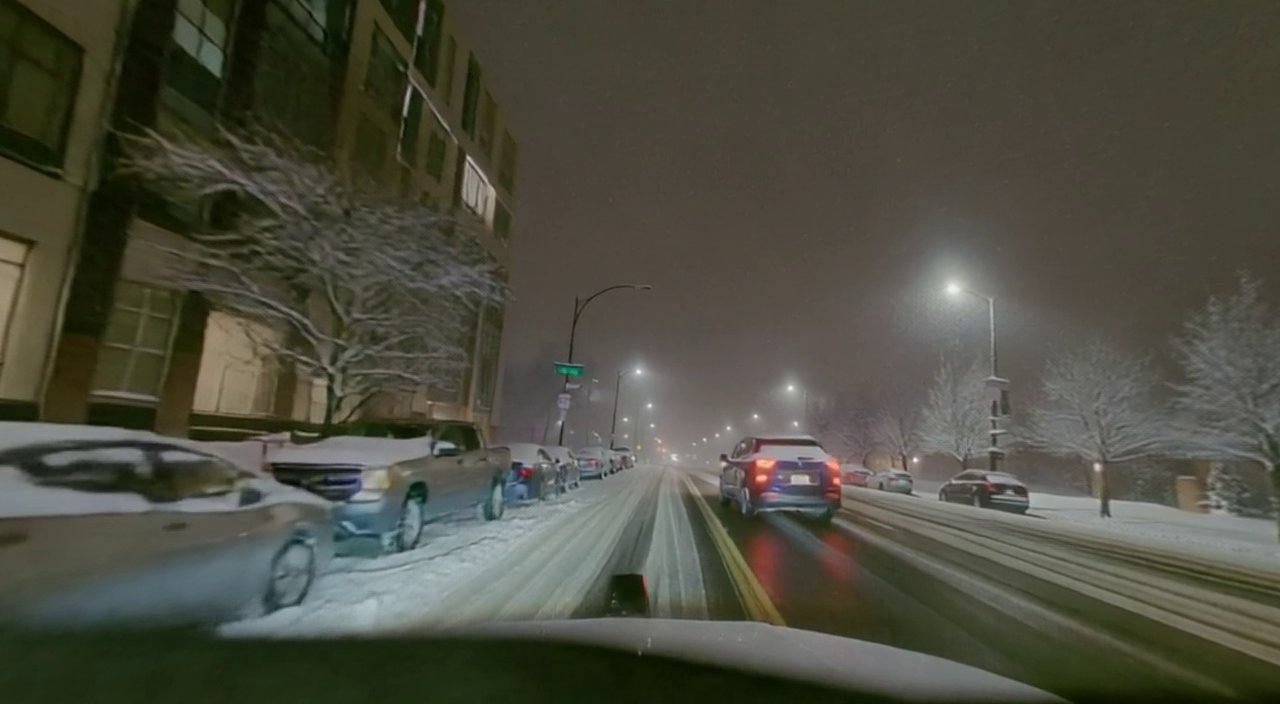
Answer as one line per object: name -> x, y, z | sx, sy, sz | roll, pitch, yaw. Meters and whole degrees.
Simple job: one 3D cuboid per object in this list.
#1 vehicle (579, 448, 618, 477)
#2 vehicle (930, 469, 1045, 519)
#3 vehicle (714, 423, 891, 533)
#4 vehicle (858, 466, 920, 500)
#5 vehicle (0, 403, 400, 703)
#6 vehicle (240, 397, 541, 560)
vehicle -> -2.231, 6.115, 35.218 | 1.842, 1.497, 4.238 | 0, -9, 1
vehicle -> 14.193, 5.798, 26.140 | 2.189, 1.753, 4.376 | 3, -11, -1
vehicle -> 3.179, 2.663, 14.041 | 2.411, 1.899, 5.993 | 0, -9, 1
vehicle -> 14.730, 7.735, 37.474 | 1.866, 1.554, 4.393 | 4, -8, -1
vehicle -> -3.621, 1.219, 4.312 | 1.910, 1.497, 4.611 | 0, -9, 3
vehicle -> -3.280, 1.833, 9.875 | 2.171, 1.816, 5.274 | -1, -9, 5
